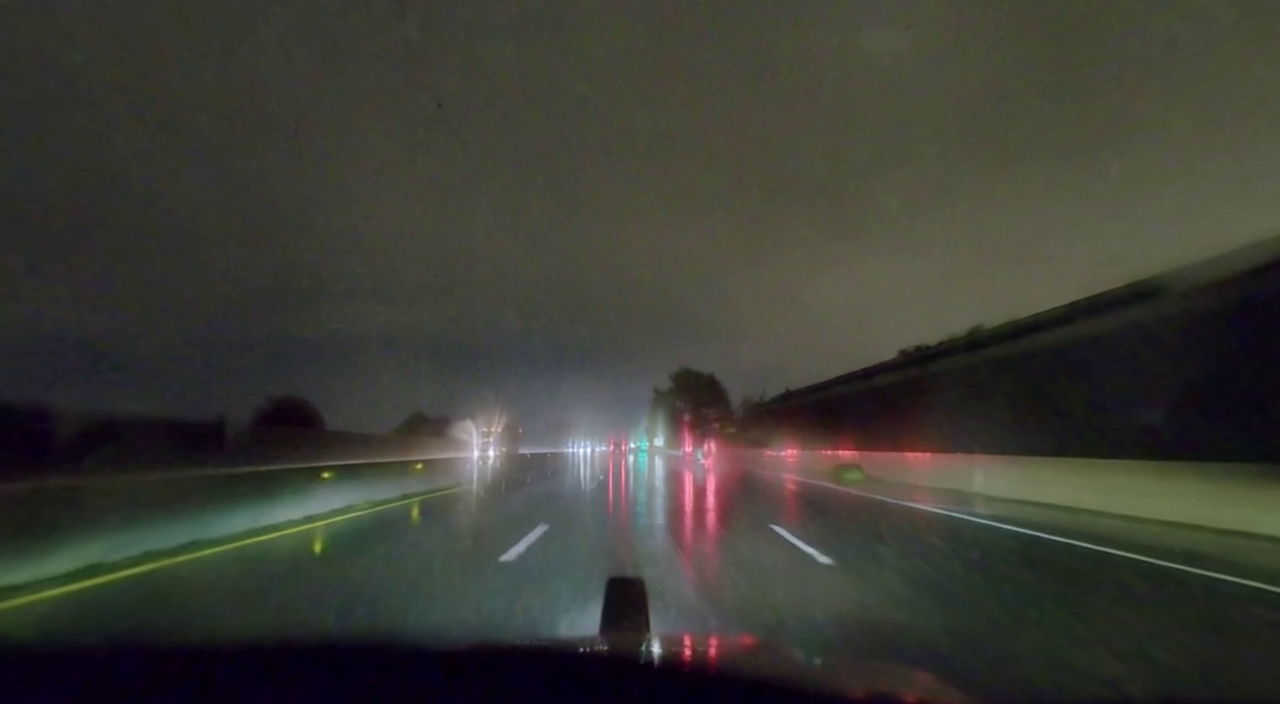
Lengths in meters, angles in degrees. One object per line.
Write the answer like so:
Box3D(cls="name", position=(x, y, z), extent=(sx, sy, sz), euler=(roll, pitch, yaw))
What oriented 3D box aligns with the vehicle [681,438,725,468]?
Box3D(cls="vehicle", position=(3.673, 5.969, 37.325), extent=(2.202, 1.682, 4.188), euler=(0, -8, 0))
